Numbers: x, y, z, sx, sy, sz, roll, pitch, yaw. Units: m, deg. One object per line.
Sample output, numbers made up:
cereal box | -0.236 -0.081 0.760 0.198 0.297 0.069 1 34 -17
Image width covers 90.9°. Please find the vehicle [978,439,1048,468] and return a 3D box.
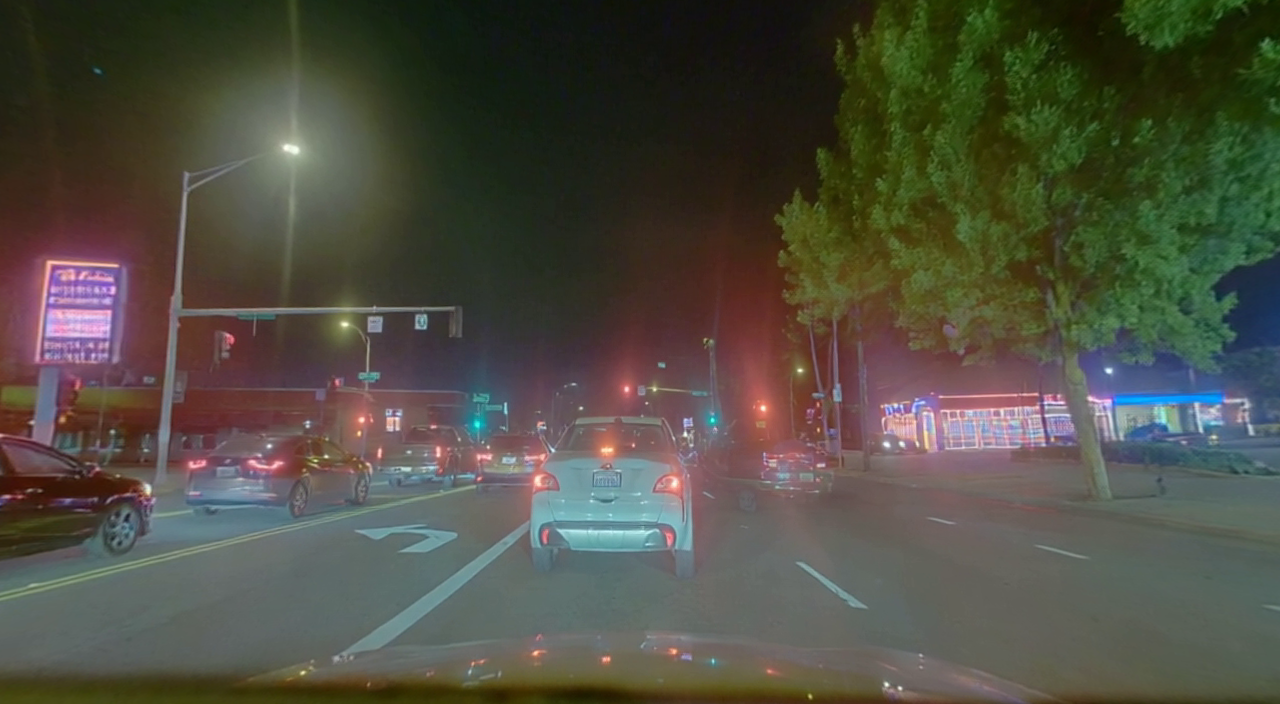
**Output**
vehicle | 20.096 5.436 33.918 3.836 1.443 1.694 5 -10 -35

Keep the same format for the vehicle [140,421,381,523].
vehicle | -7.156 2.303 12.613 1.941 1.655 4.503 0 -8 1

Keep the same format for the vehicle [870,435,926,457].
vehicle | 20.096 7.326 49.041 4.361 1.653 2.034 6 -11 -37

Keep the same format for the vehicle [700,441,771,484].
vehicle | 3.428 4.049 23.506 2.023 1.441 4.240 0 -8 1

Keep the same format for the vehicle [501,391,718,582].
vehicle | -0.315 1.603 8.254 2.064 1.817 4.298 0 -8 -1

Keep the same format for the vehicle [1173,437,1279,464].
vehicle | 29.699 4.945 31.672 4.176 1.313 1.719 0 -9 2

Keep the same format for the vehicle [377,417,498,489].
vehicle | -6.478 3.316 20.842 2.496 2.112 4.351 0 -8 0

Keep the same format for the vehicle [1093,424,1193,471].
vehicle | 19.231 3.649 24.033 4.156 1.622 1.924 7 -11 -38

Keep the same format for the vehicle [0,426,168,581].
vehicle | -6.964 1.417 5.829 1.831 1.451 4.382 0 -8 -1
